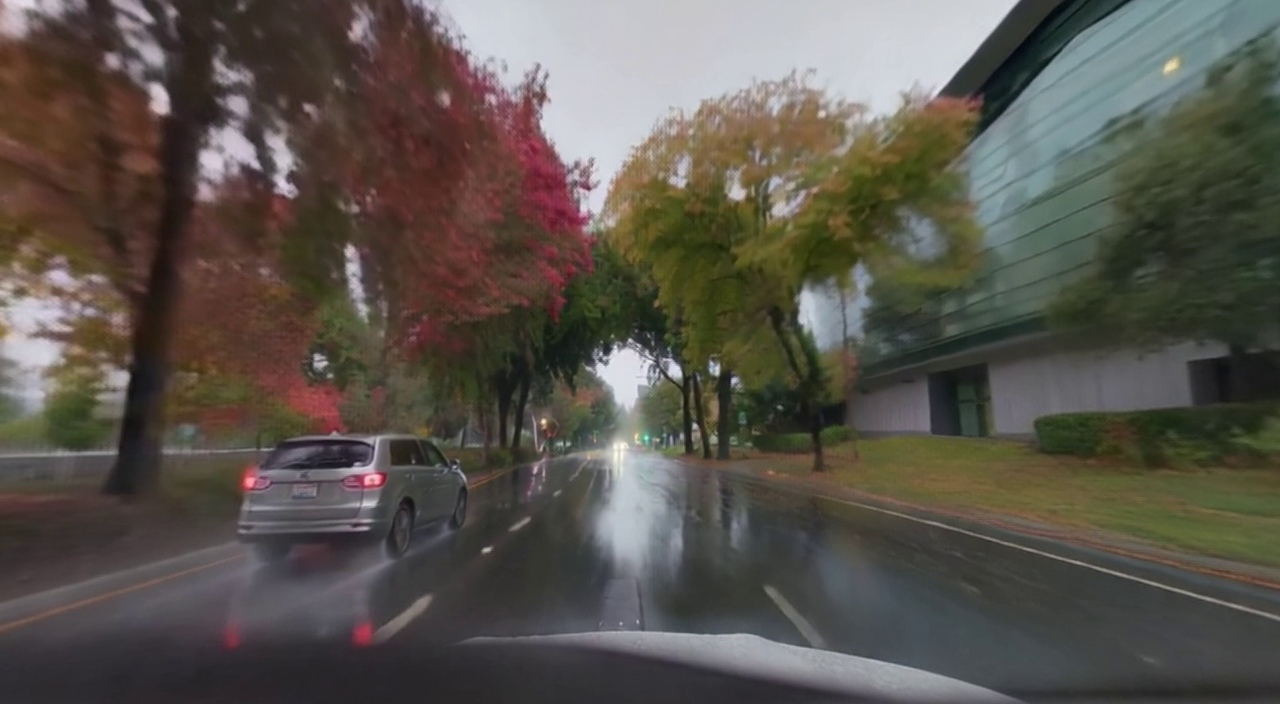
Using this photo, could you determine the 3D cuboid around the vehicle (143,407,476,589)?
[{"bbox_3d":[-3.742,1.724,8.377,2.067,1.700,4.561,0,-8,-2],"label":"vehicle"}]
